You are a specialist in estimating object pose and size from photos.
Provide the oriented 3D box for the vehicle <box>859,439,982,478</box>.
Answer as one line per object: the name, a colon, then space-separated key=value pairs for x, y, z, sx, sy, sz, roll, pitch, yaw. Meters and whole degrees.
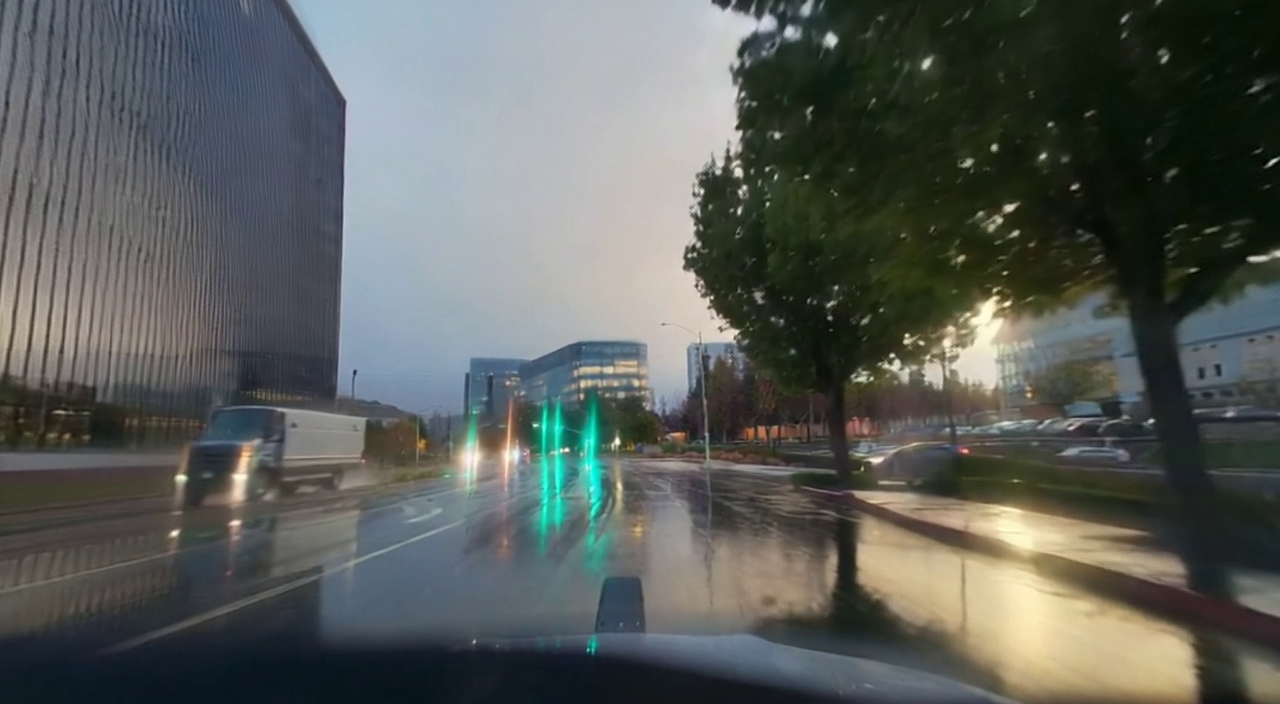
vehicle: x=12.903 y=4.934 z=29.245 sx=4.728 sy=1.696 sz=1.973 roll=0 pitch=-9 yaw=4

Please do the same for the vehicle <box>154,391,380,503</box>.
vehicle: x=-14.372 y=3.898 z=25.970 sx=3.052 sy=3.601 sz=10.794 roll=1 pitch=-9 yaw=-2
